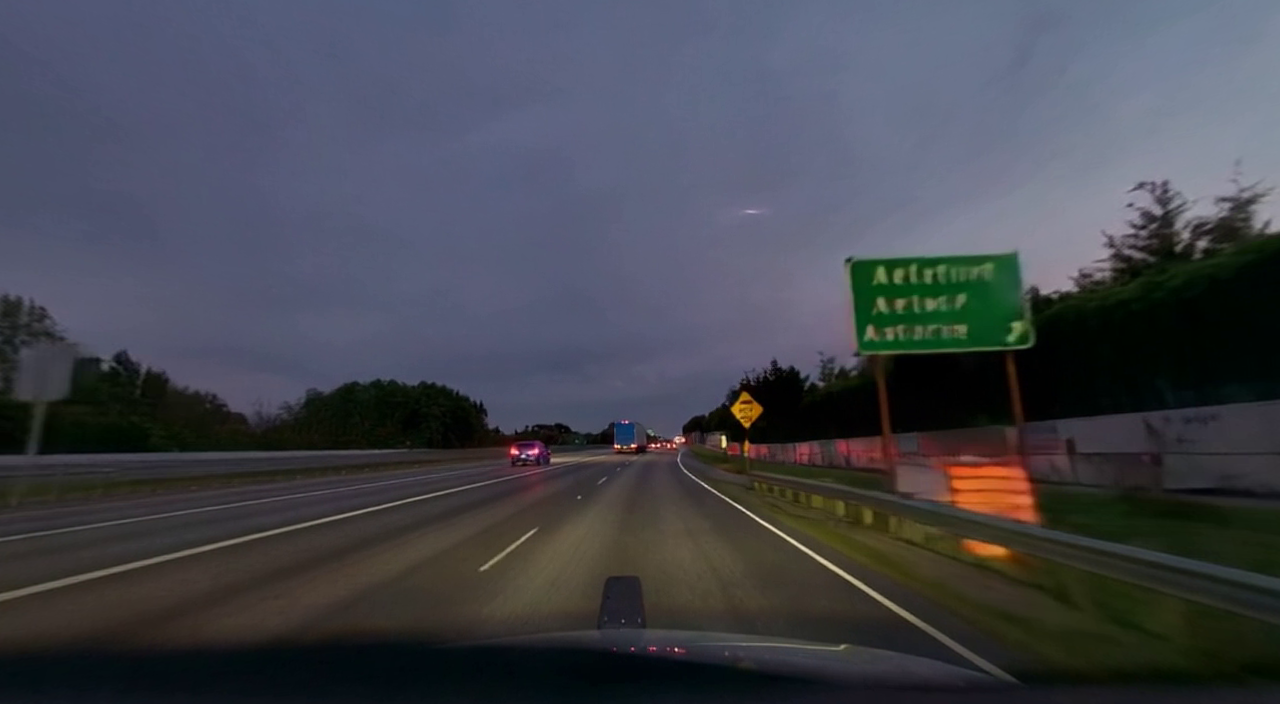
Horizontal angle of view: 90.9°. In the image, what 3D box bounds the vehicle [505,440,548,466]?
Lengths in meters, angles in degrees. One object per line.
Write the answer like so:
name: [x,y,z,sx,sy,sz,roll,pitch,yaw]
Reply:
vehicle: [-7.183,6.470,40.313,1.893,1.566,4.051,-1,-9,2]
